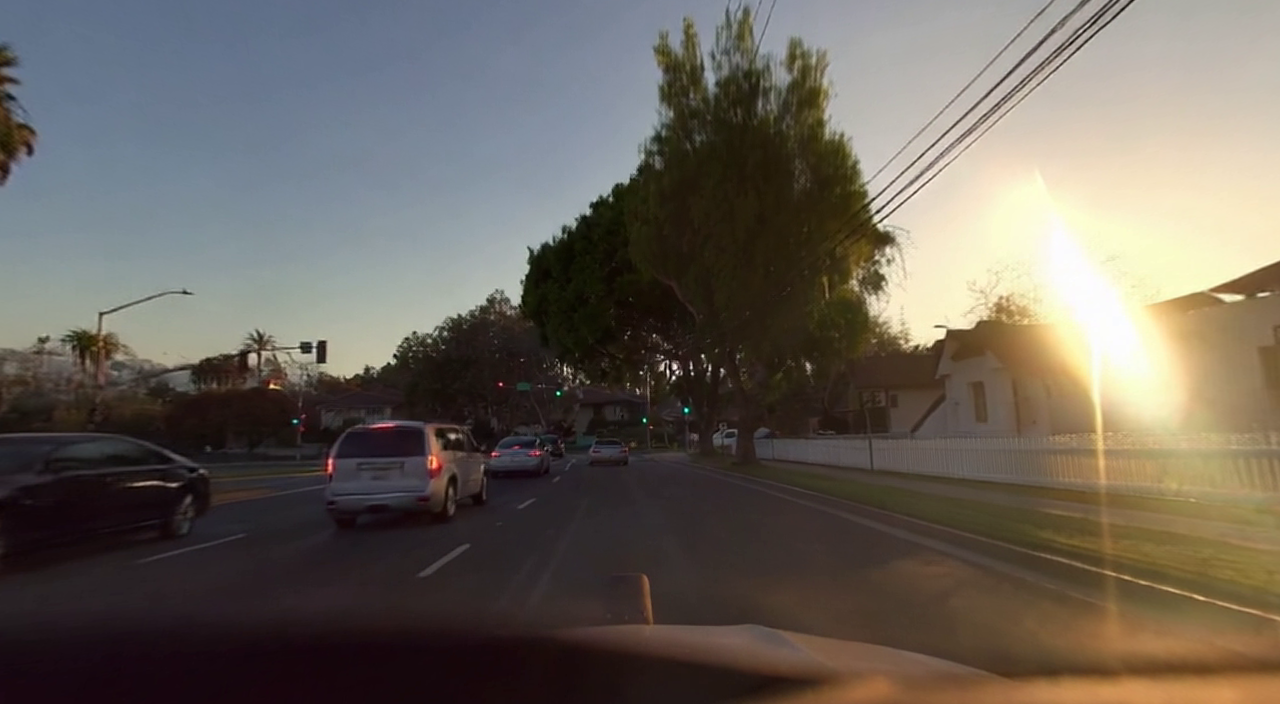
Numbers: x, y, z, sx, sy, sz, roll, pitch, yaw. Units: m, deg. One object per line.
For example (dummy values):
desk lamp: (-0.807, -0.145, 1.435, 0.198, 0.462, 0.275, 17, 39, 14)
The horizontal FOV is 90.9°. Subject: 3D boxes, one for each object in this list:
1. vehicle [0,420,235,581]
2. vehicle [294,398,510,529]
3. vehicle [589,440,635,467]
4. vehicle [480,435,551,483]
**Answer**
vehicle: (-6.958, 1.544, 6.910, 1.984, 1.479, 4.816, -1, -8, -2)
vehicle: (-4.014, 1.979, 11.786, 2.144, 1.877, 4.899, -1, -8, 0)
vehicle: (-1.494, 5.116, 32.054, 2.131, 1.222, 3.868, 0, -8, -6)
vehicle: (-4.201, 3.646, 21.840, 1.709, 1.425, 4.337, -1, -8, -2)
